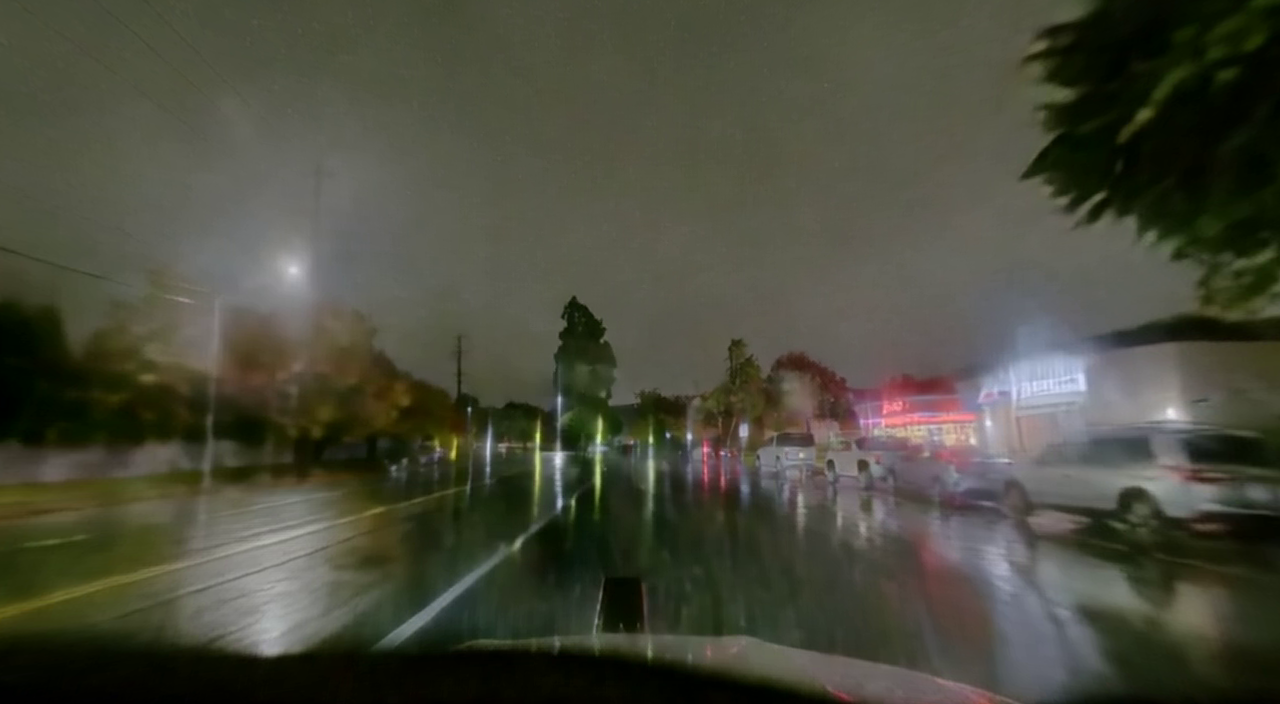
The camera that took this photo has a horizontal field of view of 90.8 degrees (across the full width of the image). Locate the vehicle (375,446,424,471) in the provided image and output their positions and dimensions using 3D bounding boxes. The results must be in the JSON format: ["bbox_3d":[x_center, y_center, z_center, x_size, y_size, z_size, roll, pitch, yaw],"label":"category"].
[{"bbox_3d":[-15.587,6.905,41.186,2.027,1.470,4.550,1,-9,-8],"label":"vehicle"}]

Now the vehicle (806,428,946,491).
[{"bbox_3d":[7.515,3.495,20.854,2.425,1.818,5.028,0,-9,-3],"label":"vehicle"}]

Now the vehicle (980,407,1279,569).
[{"bbox_3d":[7.599,1.821,9.313,2.095,1.693,5.173,0,-9,-2],"label":"vehicle"}]

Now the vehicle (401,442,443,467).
[{"bbox_3d":[-15.940,7.488,46.327,1.927,1.748,4.474,1,-9,-7],"label":"vehicle"}]

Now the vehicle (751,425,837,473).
[{"bbox_3d":[7.425,4.823,31.351,2.543,2.114,5.984,0,-9,-2],"label":"vehicle"}]

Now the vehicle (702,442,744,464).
[{"bbox_3d":[6.030,7.407,46.509,1.872,1.515,4.799,1,-9,-8],"label":"vehicle"}]

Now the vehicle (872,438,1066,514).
[{"bbox_3d":[7.422,2.839,15.031,1.870,1.469,5.136,0,-9,0],"label":"vehicle"}]
